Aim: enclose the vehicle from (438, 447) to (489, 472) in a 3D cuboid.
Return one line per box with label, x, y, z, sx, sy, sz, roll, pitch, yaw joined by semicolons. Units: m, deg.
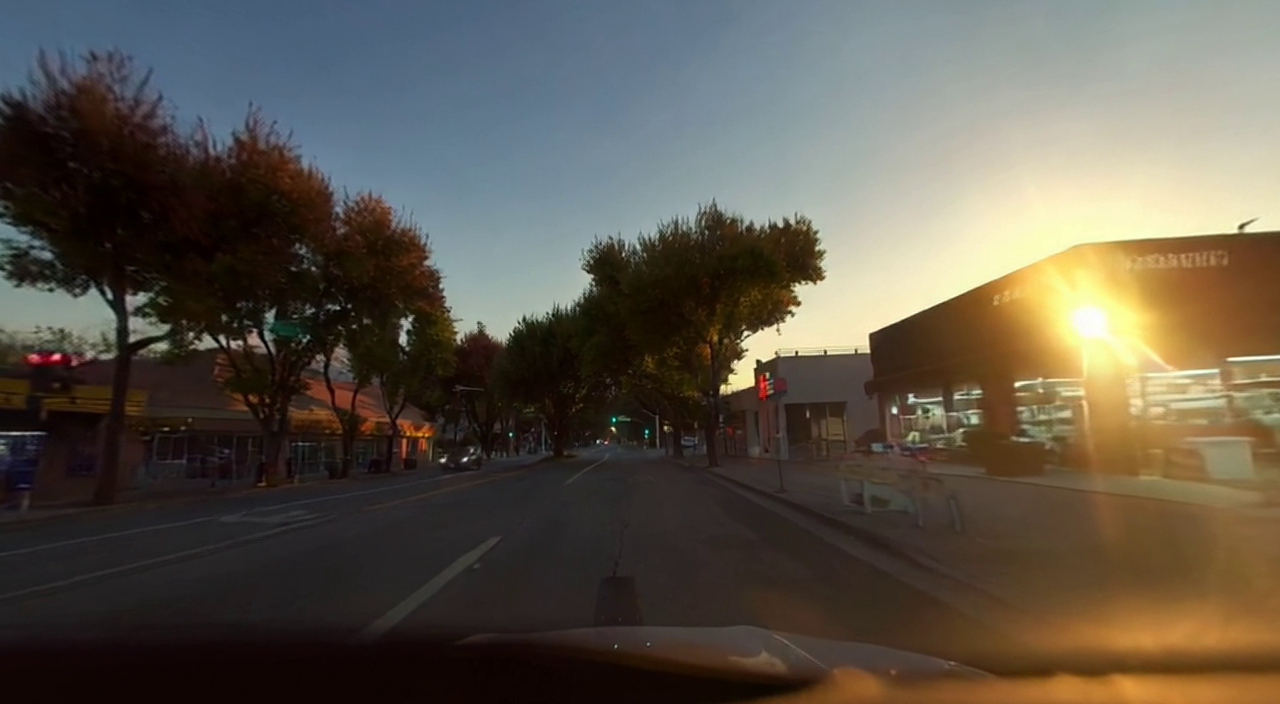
vehicle;-11.444;6.977;41.171;1.889;1.499;4.541;0;-9;1
